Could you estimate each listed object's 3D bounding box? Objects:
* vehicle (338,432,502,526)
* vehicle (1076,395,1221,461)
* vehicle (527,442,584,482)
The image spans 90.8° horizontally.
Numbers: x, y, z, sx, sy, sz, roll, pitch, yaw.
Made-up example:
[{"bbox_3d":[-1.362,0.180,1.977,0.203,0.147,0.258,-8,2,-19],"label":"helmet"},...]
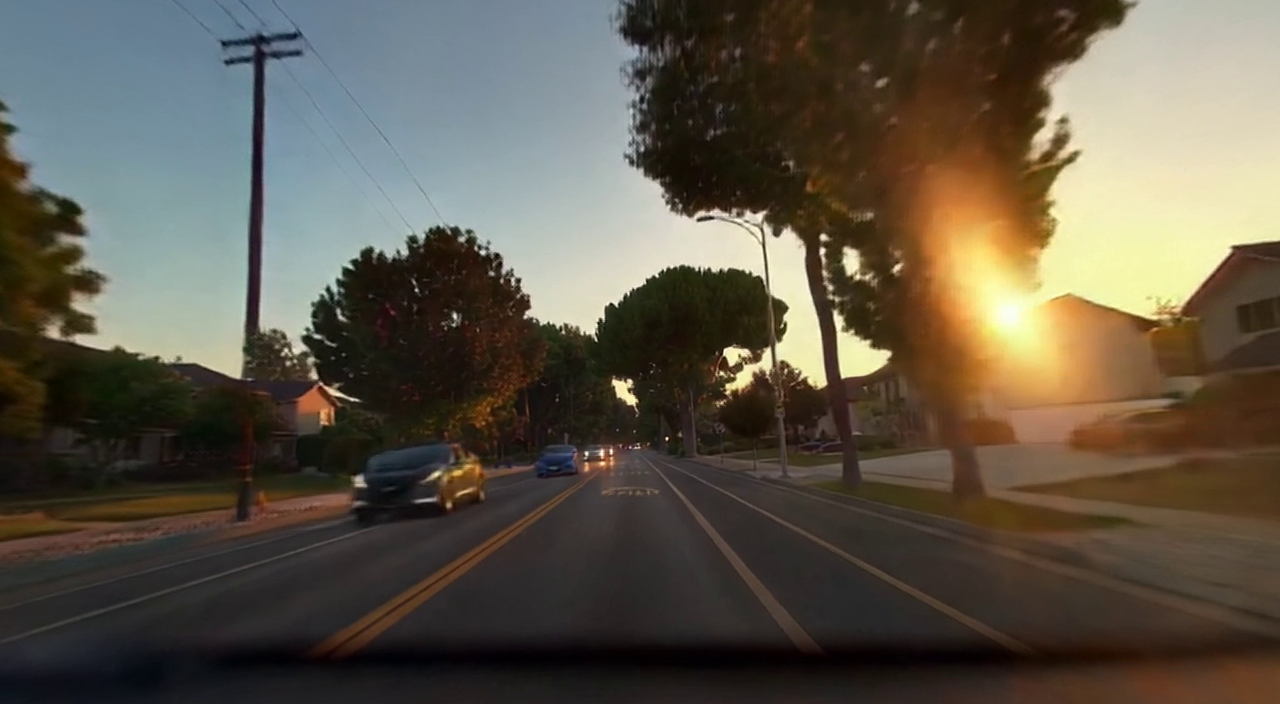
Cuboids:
[{"bbox_3d":[-5.010,2.952,15.392,2.059,1.840,5.317,0,-9,0],"label":"vehicle"},{"bbox_3d":[16.995,2.668,21.503,2.068,1.963,5.037,-3,-9,18],"label":"vehicle"},{"bbox_3d":[-3.779,5.018,29.129,2.090,1.689,4.232,0,-9,-1],"label":"vehicle"}]
